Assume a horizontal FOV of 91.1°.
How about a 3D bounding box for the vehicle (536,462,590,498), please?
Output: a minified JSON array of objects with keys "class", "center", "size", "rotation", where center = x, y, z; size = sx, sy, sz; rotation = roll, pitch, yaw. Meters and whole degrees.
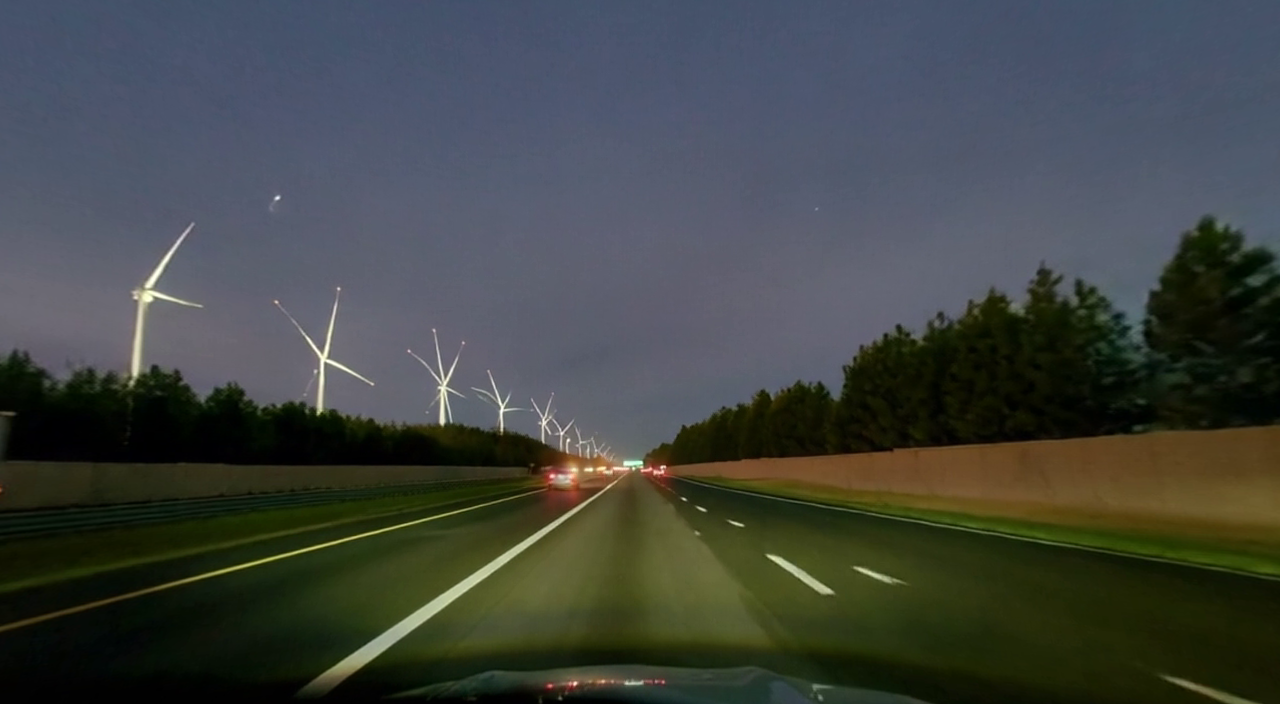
[{"class":"vehicle","center":[-3.530,5.961,29.438],"size":[2.001,1.486,4.104],"rotation":[1,-10,0]}]
